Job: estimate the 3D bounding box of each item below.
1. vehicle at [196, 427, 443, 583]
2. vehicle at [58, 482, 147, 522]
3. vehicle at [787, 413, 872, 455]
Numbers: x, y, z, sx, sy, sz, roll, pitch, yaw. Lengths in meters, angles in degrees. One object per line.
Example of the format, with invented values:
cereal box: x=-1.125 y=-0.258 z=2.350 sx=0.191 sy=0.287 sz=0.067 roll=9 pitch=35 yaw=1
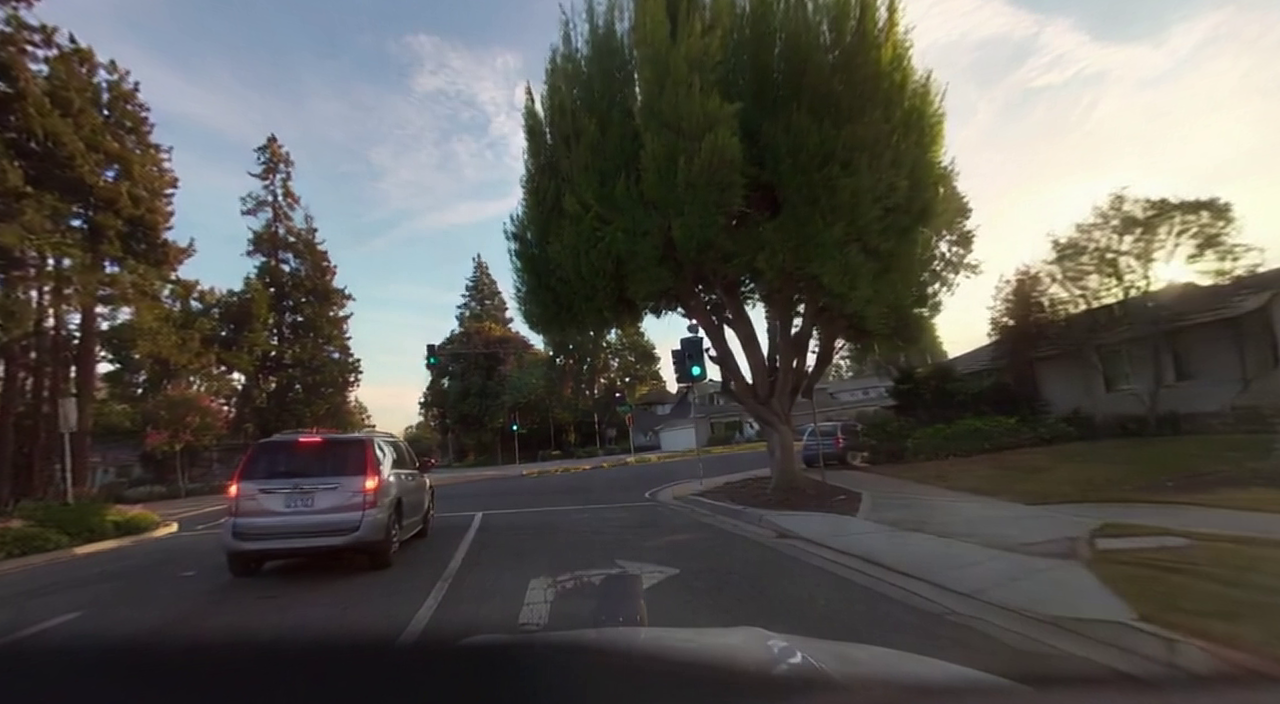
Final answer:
vehicle: x=-4.256 y=2.032 z=9.303 sx=1.990 sy=1.707 sz=4.225 roll=1 pitch=-9 yaw=-9
vehicle: x=-27.662 y=7.689 z=32.695 sx=1.943 sy=1.677 sz=4.176 roll=3 pitch=-9 yaw=-18
vehicle: x=7.402 y=3.310 z=25.174 sx=1.911 sy=1.516 sz=4.251 roll=0 pitch=-9 yaw=-2
